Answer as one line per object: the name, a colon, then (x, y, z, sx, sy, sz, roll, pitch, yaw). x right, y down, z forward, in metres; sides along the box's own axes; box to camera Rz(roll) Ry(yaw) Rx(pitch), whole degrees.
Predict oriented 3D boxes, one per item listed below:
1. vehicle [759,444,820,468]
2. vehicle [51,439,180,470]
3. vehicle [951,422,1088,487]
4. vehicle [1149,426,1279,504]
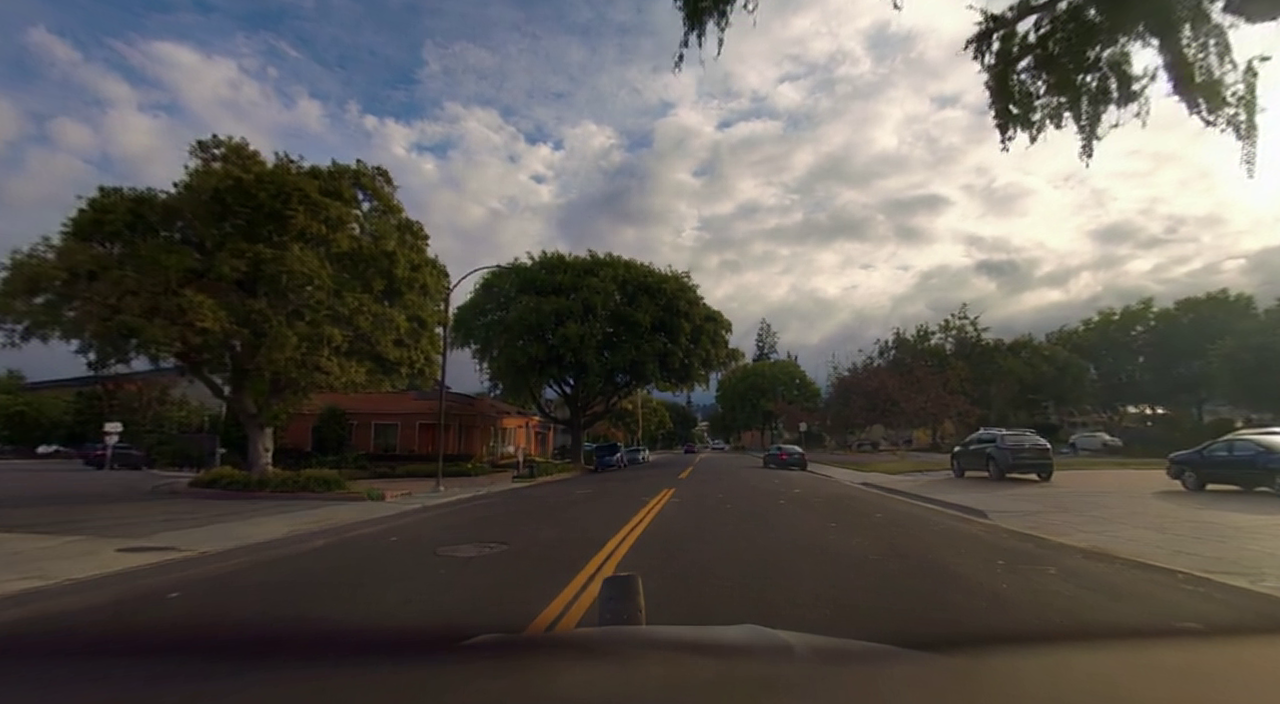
vehicle: (11.399, 7.909, 48.065, 4.277, 1.740, 2.097, -3, -9, 20)
vehicle: (-28.567, 5.569, 34.504, 4.814, 1.609, 2.197, 2, -9, -13)
vehicle: (12.079, 3.316, 20.504, 2.018, 1.840, 4.662, -1, -9, 7)
vehicle: (13.686, 2.405, 13.573, 1.903, 1.528, 4.374, -1, -9, 3)
